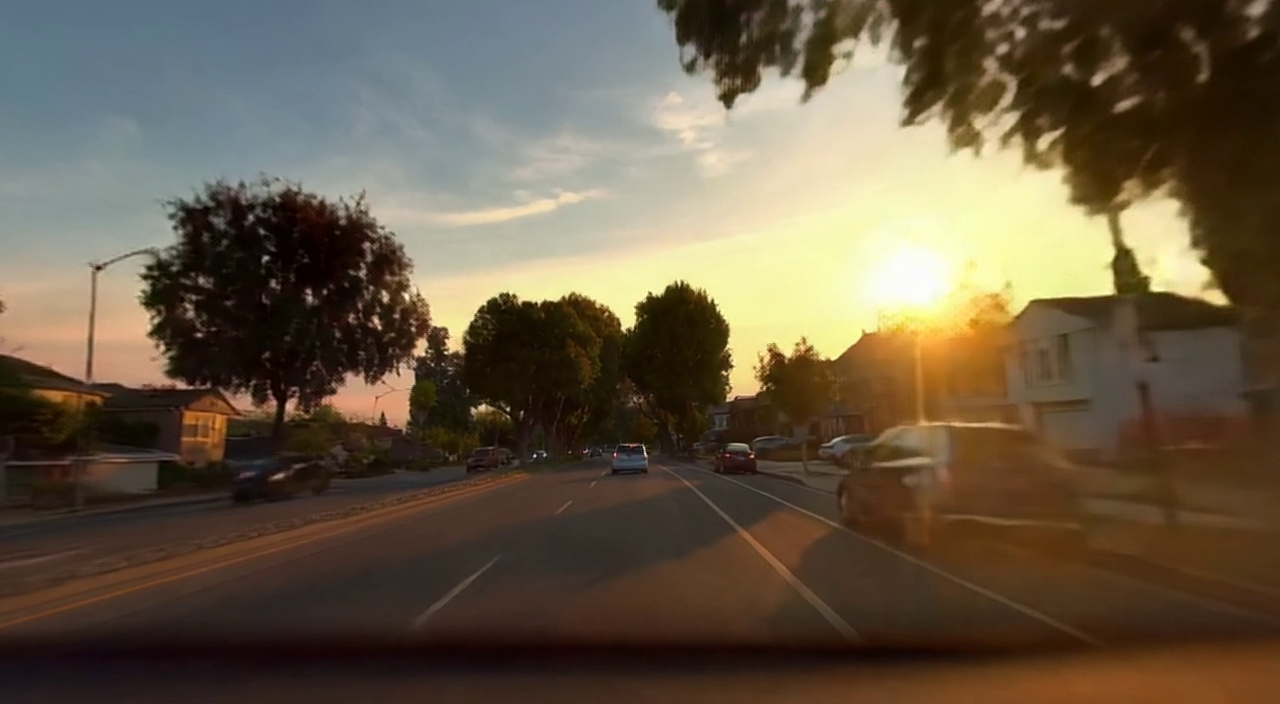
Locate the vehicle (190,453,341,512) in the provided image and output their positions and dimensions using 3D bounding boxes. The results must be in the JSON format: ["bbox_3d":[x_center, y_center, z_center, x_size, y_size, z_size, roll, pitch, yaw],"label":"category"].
[{"bbox_3d":[-11.430,3.969,19.719,1.914,1.476,4.702,-3,-9,0],"label":"vehicle"}]

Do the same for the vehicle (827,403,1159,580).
[{"bbox_3d":[4.062,1.675,8.269,1.992,1.695,4.101,-1,-9,1],"label":"vehicle"}]

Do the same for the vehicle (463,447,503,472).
[{"bbox_3d":[-11.920,8.123,48.034,1.948,1.725,4.443,-2,-9,-1],"label":"vehicle"}]

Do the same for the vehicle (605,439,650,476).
[{"bbox_3d":[-0.597,5.096,30.752,2.024,1.655,4.301,0,-9,-1],"label":"vehicle"}]

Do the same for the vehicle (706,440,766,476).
[{"bbox_3d":[4.370,4.907,29.343,2.020,1.518,4.255,0,-9,-2],"label":"vehicle"}]
